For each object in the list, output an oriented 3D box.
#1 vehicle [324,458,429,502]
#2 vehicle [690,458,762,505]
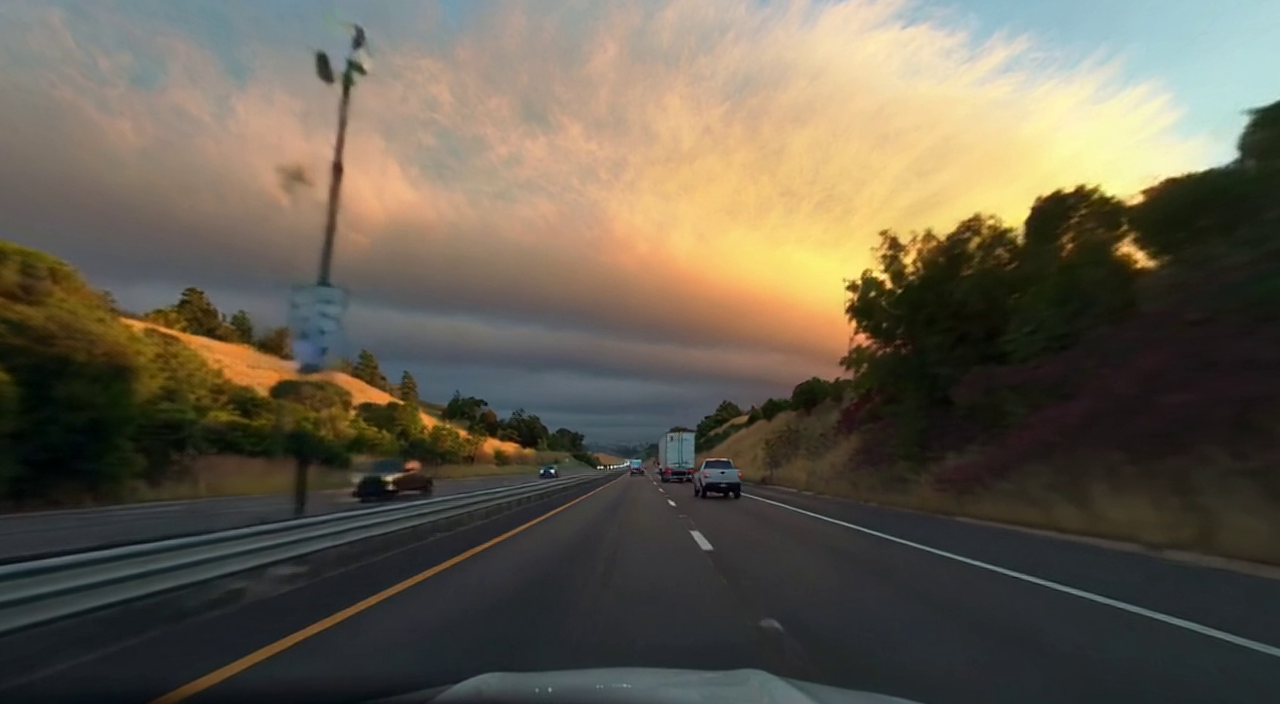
[{"bbox_3d":[-10.354,5.061,25.175,2.228,1.550,4.490,1,-10,0],"label":"vehicle"},{"bbox_3d":[3.299,5.136,25.195,2.124,1.662,4.641,1,-10,-1],"label":"vehicle"}]
